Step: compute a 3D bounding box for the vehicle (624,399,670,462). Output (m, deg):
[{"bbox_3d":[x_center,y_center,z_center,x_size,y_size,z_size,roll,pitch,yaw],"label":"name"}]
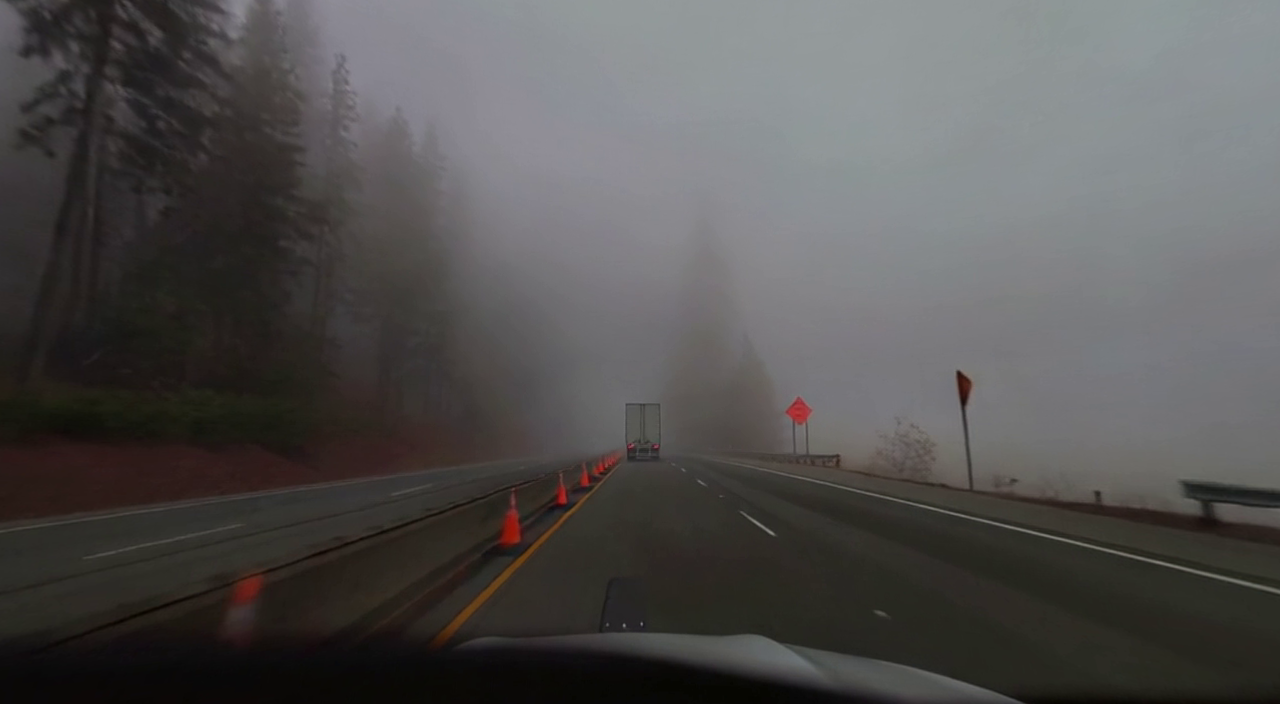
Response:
[{"bbox_3d":[0.311,5.858,46.289,2.935,4.068,11.036,0,-8,-1],"label":"vehicle"}]
